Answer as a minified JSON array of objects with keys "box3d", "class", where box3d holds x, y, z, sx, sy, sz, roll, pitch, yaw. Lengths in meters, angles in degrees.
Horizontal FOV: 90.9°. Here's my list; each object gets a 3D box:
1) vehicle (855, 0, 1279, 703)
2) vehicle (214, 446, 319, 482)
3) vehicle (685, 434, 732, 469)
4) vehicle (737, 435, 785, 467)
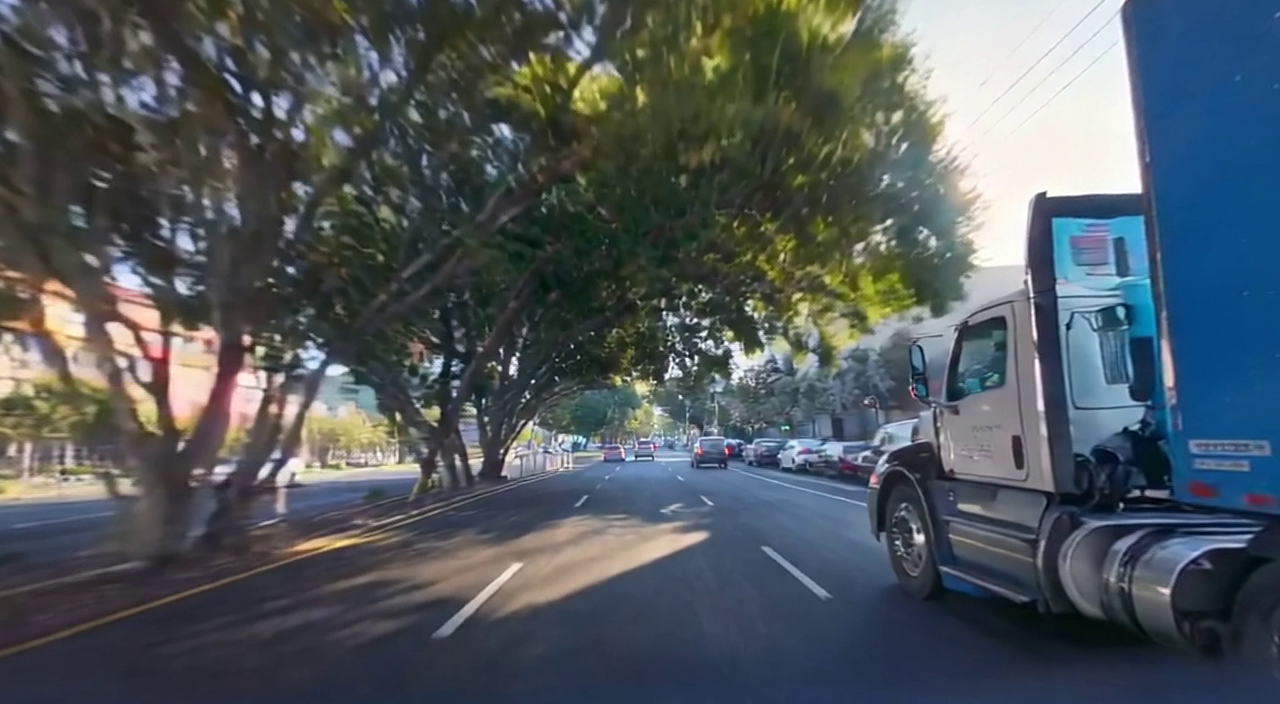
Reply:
[{"box3d":[3.739,-0.201,2.464,3.006,3.679,8.506,0,-8,2],"class":"vehicle"},{"box3d":[-17.104,5.119,29.172,2.017,1.503,4.638,0,-8,0],"class":"vehicle"},{"box3d":[3.942,5.800,36.975,2.196,1.908,4.412,0,-8,-1],"class":"vehicle"},{"box3d":[7.913,6.536,41.721,2.199,1.980,4.766,0,-8,0],"class":"vehicle"}]
